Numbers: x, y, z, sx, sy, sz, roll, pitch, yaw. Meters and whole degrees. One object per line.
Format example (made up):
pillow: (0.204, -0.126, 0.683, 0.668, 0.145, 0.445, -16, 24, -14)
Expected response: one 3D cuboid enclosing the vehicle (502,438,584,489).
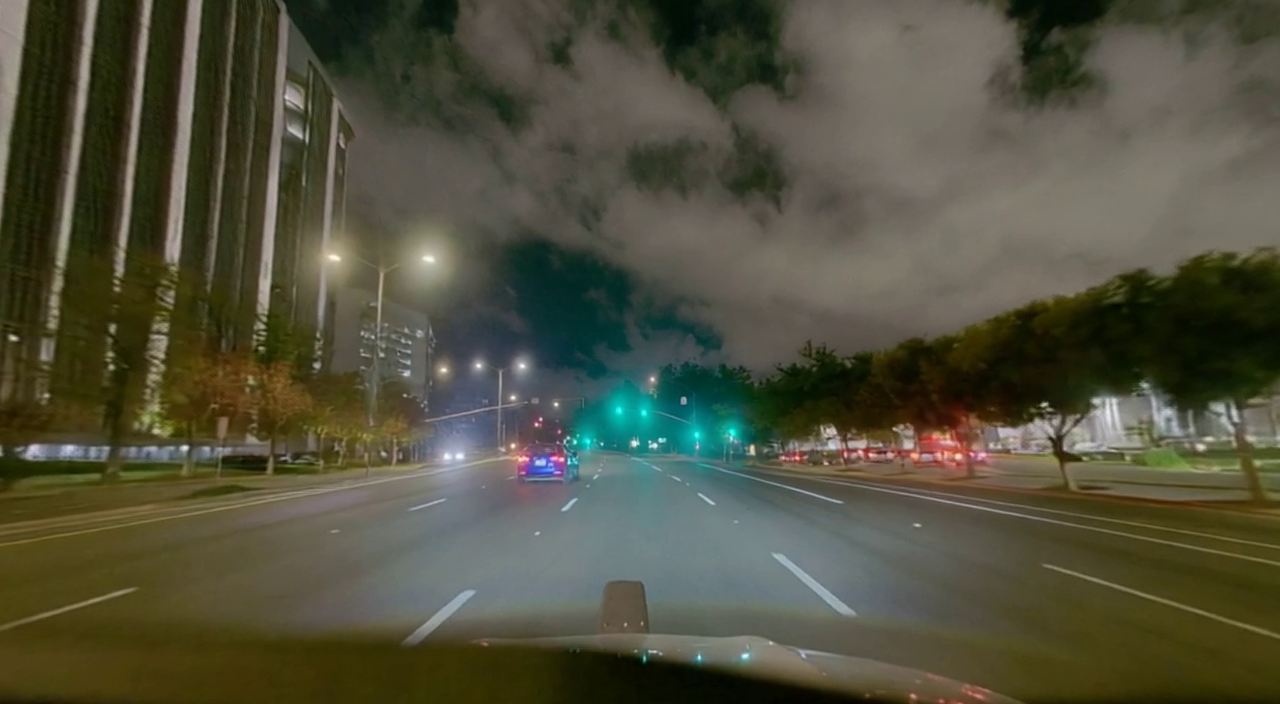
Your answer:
vehicle: (-3.098, 3.645, 21.049, 2.009, 1.489, 4.543, 0, -8, 0)
